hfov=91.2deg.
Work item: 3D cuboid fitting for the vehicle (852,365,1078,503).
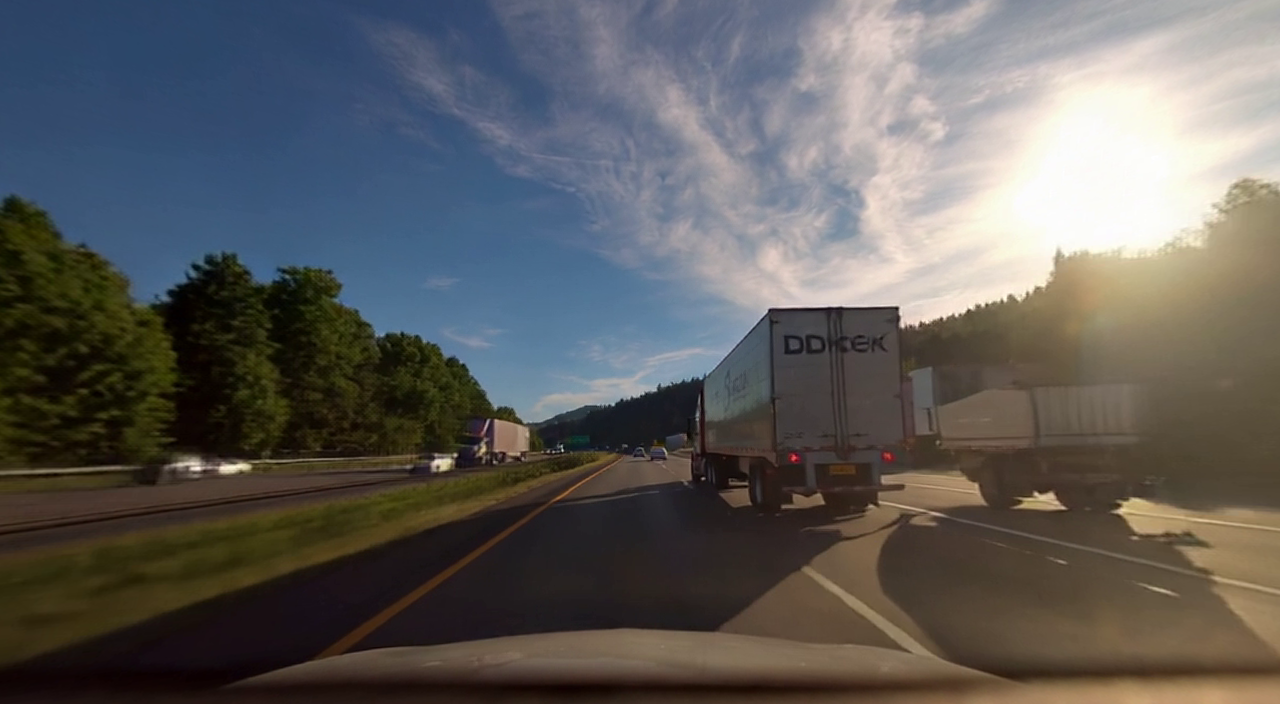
[{"bbox_3d":[11.409,3.175,23.882,2.946,4.031,10.368,-1,-8,0],"label":"vehicle"}]

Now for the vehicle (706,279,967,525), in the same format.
[{"bbox_3d":[3.661,1.490,14.987,3.025,4.010,9.542,0,-9,0],"label":"vehicle"}]

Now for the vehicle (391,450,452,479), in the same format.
[{"bbox_3d":[-12.979,6.678,37.472,2.075,1.574,4.138,0,-9,1],"label":"vehicle"}]

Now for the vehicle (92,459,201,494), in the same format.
[{"bbox_3d":[-25.047,6.295,32.042,1.889,1.541,4.400,-1,-9,2],"label":"vehicle"}]
